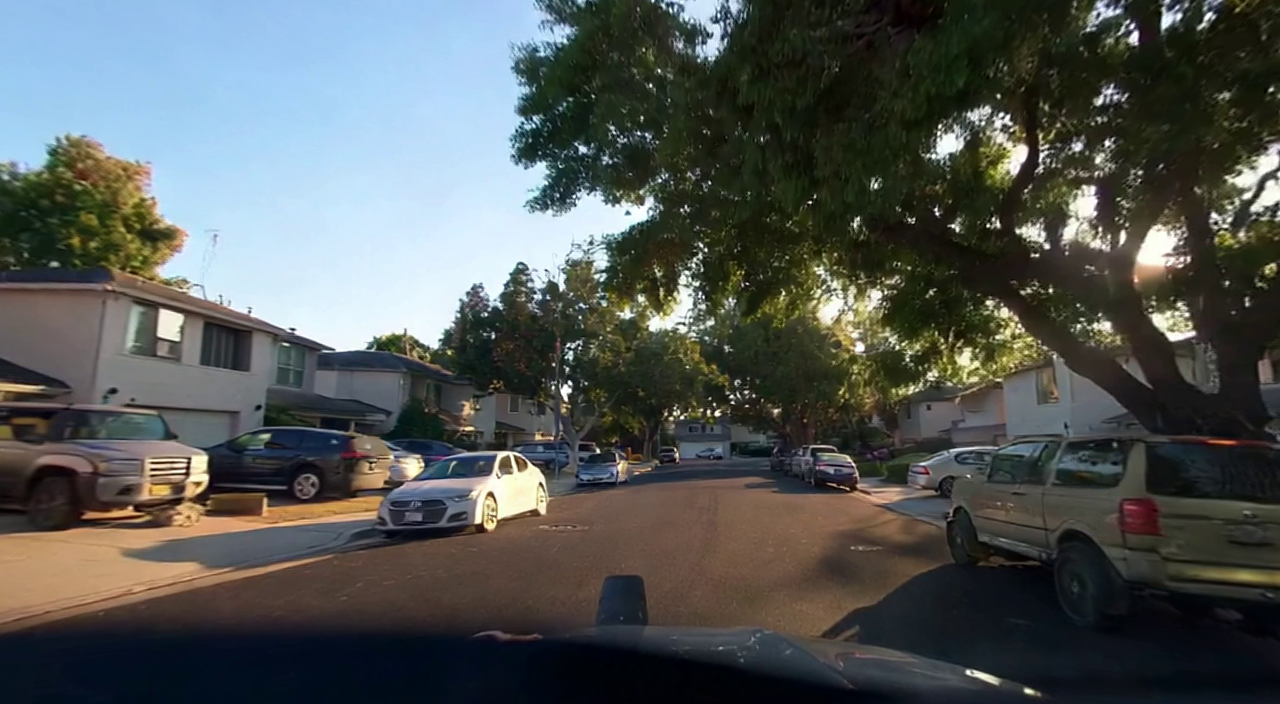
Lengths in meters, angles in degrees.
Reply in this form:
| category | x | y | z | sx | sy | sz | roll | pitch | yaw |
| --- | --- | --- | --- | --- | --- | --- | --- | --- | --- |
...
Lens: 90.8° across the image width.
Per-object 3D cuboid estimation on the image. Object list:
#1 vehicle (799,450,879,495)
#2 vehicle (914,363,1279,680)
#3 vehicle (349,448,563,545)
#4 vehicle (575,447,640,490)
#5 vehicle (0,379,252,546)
| category | x | y | z | sx | sy | sz | roll | pitch | yaw |
| --- | --- | --- | --- | --- | --- | --- | --- | --- | --- |
| vehicle | 7.332 | 4.440 | 23.810 | 2.042 | 1.456 | 4.903 | -1 | -8 | 8 |
| vehicle | 4.529 | 1.335 | 6.143 | 2.075 | 1.882 | 4.749 | -1 | -8 | 7 |
| vehicle | -3.204 | 2.612 | 12.265 | 2.189 | 1.421 | 4.659 | -2 | -8 | 9 |
| vehicle | -1.278 | 4.848 | 26.634 | 1.943 | 1.602 | 4.172 | -2 | -8 | 8 |
| vehicle | -9.378 | 1.568 | 9.453 | 5.734 | 2.066 | 2.387 | -1 | -8 | 8 |
